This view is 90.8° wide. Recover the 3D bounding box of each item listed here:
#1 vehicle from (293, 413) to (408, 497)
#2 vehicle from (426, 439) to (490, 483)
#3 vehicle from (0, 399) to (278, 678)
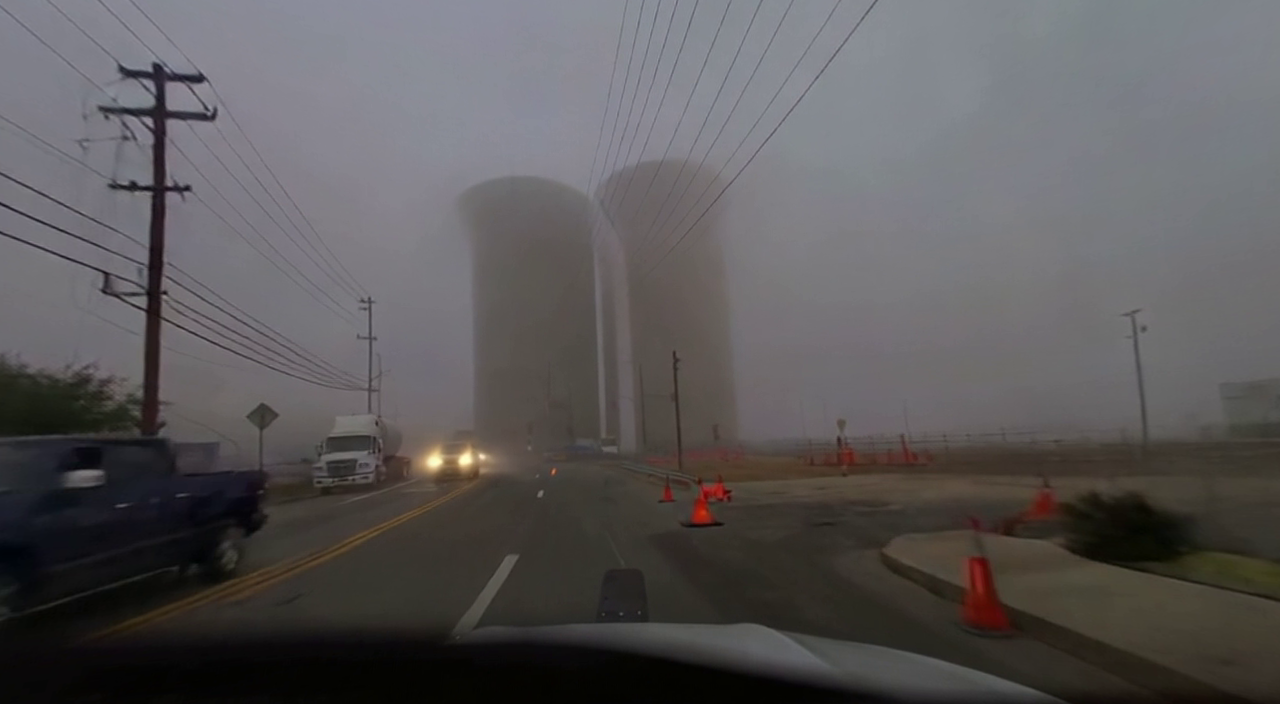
[{"bbox_3d":[-12.438,4.509,27.975,2.905,3.133,7.675,2,-9,-12],"label":"vehicle"},{"bbox_3d":[-8.264,4.978,29.231,2.282,1.809,5.297,1,-9,-10],"label":"vehicle"},{"bbox_3d":[-5.206,1.350,5.053,2.079,1.770,4.684,0,-9,-4],"label":"vehicle"}]
